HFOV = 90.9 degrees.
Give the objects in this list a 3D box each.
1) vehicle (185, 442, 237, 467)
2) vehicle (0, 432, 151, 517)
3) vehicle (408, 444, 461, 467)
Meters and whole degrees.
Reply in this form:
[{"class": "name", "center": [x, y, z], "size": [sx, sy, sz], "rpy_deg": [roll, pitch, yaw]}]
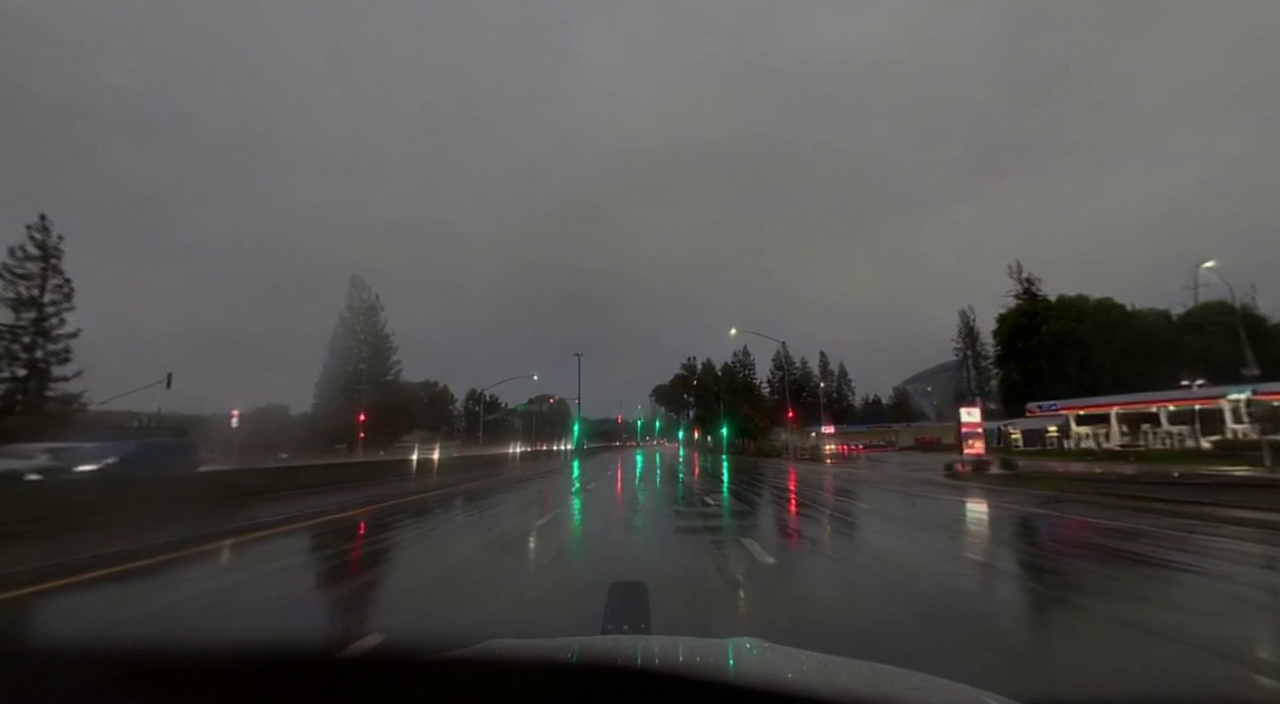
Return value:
[{"class": "vehicle", "center": [-26.503, 6.336, 38.996], "size": [1.523, 1.449, 2.219], "rpy_deg": [-1, -9, 5]}, {"class": "vehicle", "center": [-13.743, 2.650, 14.003], "size": [2.078, 1.684, 4.505], "rpy_deg": [0, -8, 1]}, {"class": "vehicle", "center": [-13.837, 6.960, 42.773], "size": [1.951, 1.470, 4.673], "rpy_deg": [0, -8, 1]}]
